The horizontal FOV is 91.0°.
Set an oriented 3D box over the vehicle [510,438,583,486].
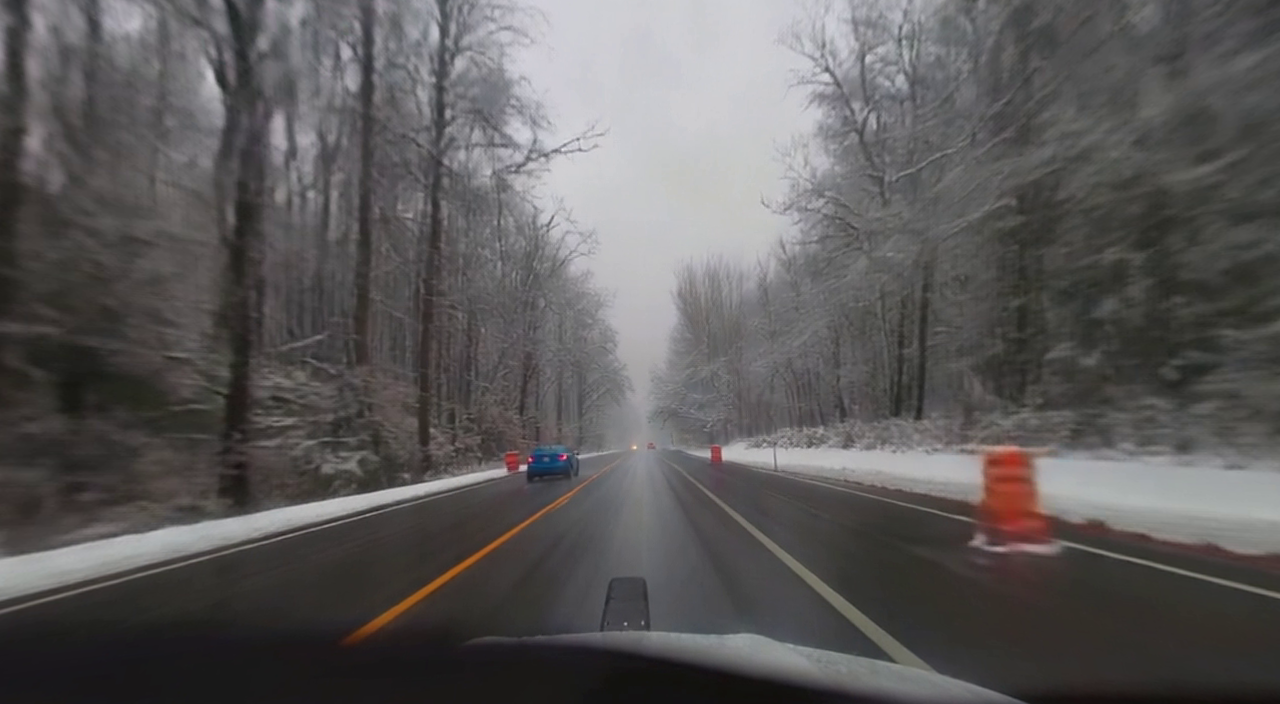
[{"bbox_3d":[-3.172,3.825,22.201,1.902,1.505,4.016,0,-8,1],"label":"vehicle"}]
